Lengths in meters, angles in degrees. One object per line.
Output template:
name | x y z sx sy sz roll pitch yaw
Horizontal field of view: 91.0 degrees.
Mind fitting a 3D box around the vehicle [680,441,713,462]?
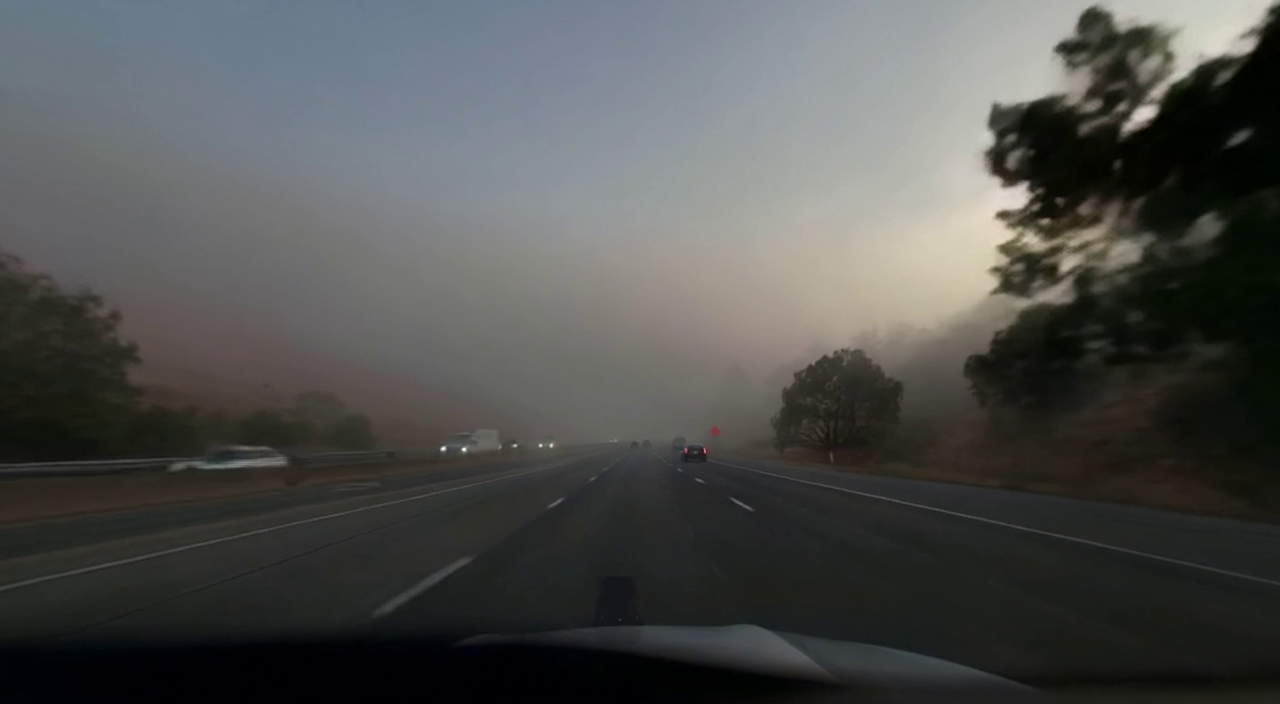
vehicle | 4.121 7.369 46.620 1.943 1.490 4.246 0 -8 -1

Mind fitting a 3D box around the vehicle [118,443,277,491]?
vehicle | -14.946 3.873 21.683 1.942 1.449 4.688 0 -8 2

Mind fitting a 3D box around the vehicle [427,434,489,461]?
vehicle | -13.833 7.332 48.401 2.671 1.976 6.166 -1 -8 3
